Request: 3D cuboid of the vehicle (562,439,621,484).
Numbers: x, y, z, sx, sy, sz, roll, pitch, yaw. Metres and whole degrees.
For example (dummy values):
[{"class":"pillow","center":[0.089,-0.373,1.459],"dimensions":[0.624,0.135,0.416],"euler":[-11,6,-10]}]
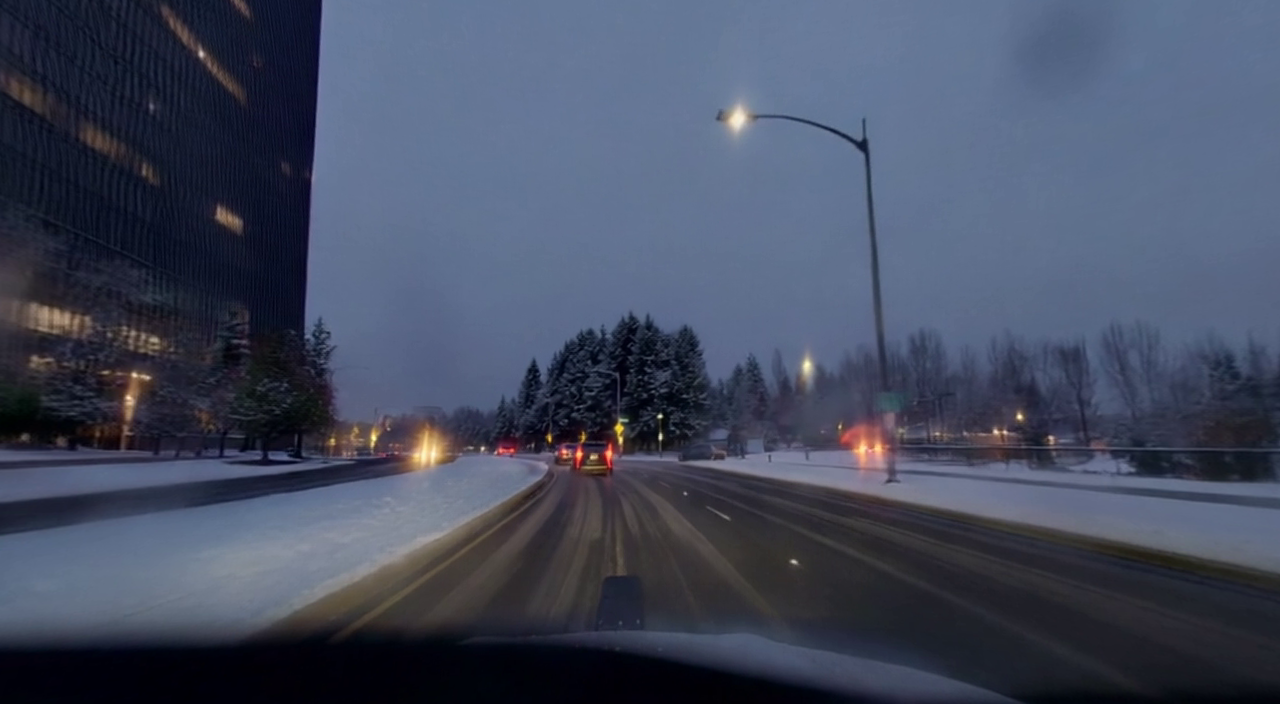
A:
[{"class":"vehicle","center":[-1.979,4.465,25.934],"dimensions":[2.183,1.675,4.319],"euler":[1,-9,-4]}]
